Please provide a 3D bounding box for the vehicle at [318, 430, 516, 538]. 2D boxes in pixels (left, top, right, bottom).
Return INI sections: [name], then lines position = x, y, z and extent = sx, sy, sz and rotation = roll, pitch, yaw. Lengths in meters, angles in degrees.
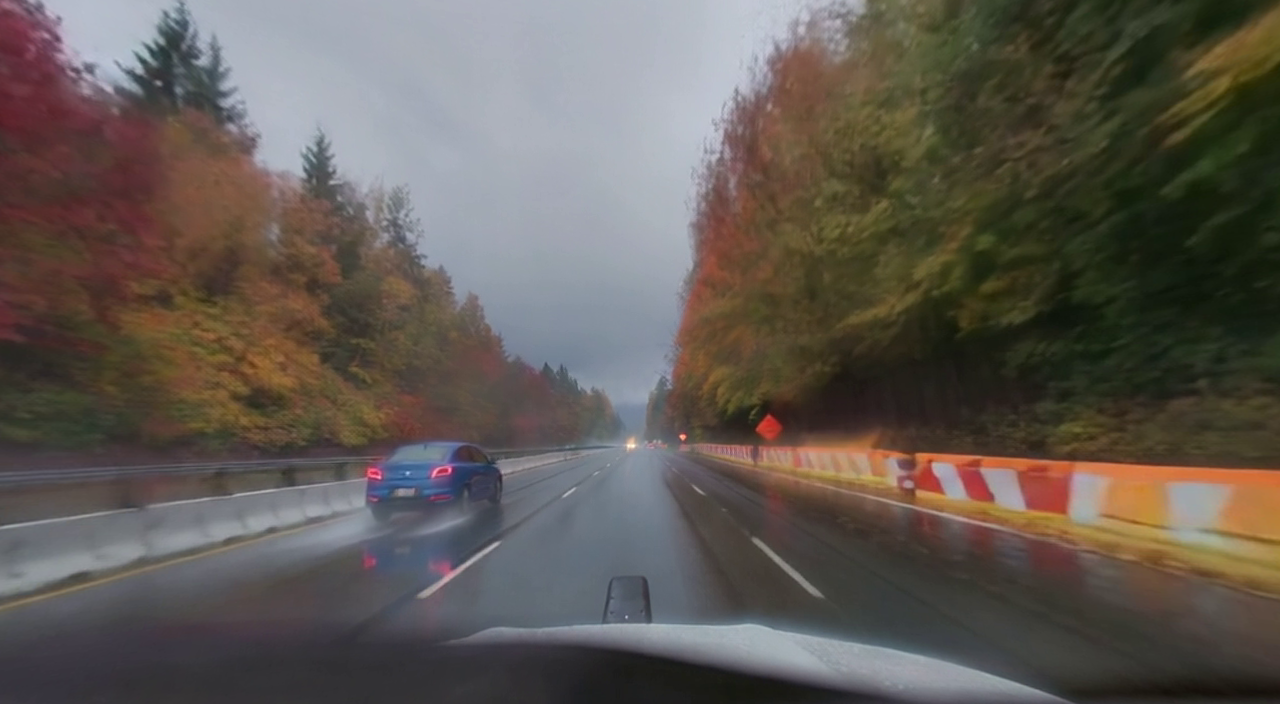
[vehicle]
position = -3.569, 2.167, 10.985
extent = 1.902, 1.505, 4.016
rotation = 0, -8, 1
